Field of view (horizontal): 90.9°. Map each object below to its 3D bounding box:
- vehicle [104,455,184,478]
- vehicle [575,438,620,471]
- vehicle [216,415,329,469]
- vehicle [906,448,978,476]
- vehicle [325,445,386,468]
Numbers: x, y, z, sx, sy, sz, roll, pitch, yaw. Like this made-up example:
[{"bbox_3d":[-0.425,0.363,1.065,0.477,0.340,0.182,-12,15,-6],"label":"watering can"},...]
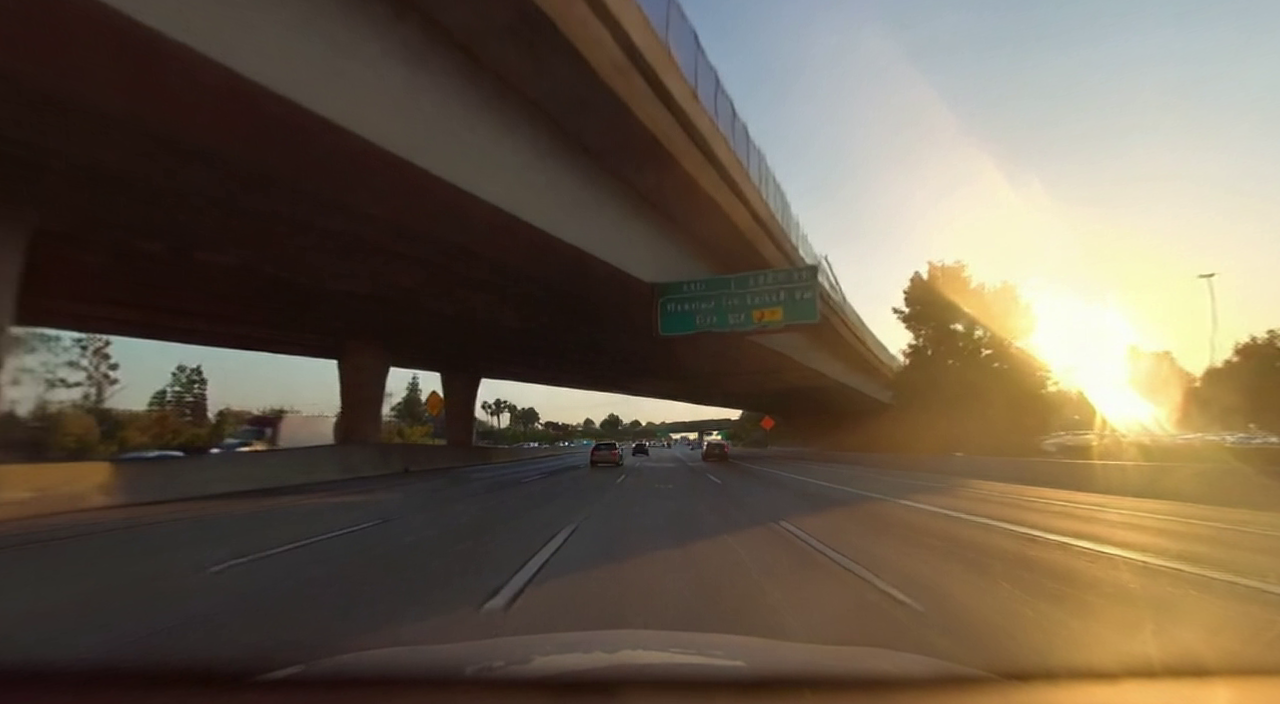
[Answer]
[{"bbox_3d":[-34.385,7.904,43.909,1.772,1.426,4.570,0,-8,1],"label":"vehicle"},{"bbox_3d":[-2.330,5.796,35.766,2.196,1.733,4.355,0,-8,1],"label":"vehicle"},{"bbox_3d":[-23.065,5.726,40.094,2.786,3.101,6.737,-1,-8,3],"label":"vehicle"},{"bbox_3d":[17.626,6.394,37.088,1.818,1.497,4.469,0,-8,-3],"label":"vehicle"},{"bbox_3d":[-18.927,6.947,42.126,1.949,1.447,4.275,-1,-8,2],"label":"vehicle"}]
